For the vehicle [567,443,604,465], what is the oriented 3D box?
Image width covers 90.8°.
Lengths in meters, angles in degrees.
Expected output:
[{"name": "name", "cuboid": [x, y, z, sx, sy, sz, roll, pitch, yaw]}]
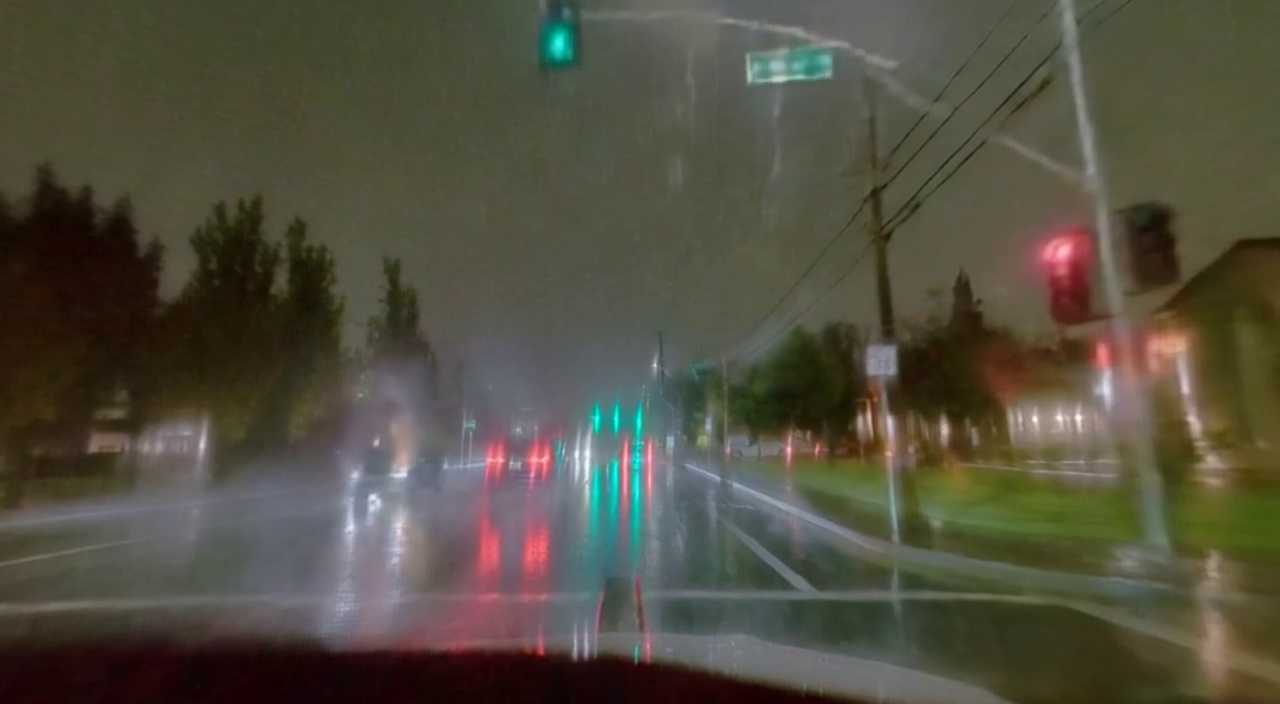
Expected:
[{"name": "vehicle", "cuboid": [-3.893, 7.356, 45.671, 2.268, 1.522, 4.350, 0, -8, 0]}]

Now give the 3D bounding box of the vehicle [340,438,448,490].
[{"name": "vehicle", "cuboid": [-9.014, 4.126, 23.653, 2.149, 1.662, 4.600, -2, -8, 1]}]

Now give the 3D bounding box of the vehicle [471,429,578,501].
[{"name": "vehicle", "cuboid": [-3.114, 3.158, 18.065, 2.157, 1.771, 4.452, 0, -8, 1]}]

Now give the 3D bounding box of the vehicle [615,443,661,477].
[{"name": "vehicle", "cuboid": [-0.101, 5.205, 30.750, 2.062, 1.518, 3.901, 0, -8, 0]}]
